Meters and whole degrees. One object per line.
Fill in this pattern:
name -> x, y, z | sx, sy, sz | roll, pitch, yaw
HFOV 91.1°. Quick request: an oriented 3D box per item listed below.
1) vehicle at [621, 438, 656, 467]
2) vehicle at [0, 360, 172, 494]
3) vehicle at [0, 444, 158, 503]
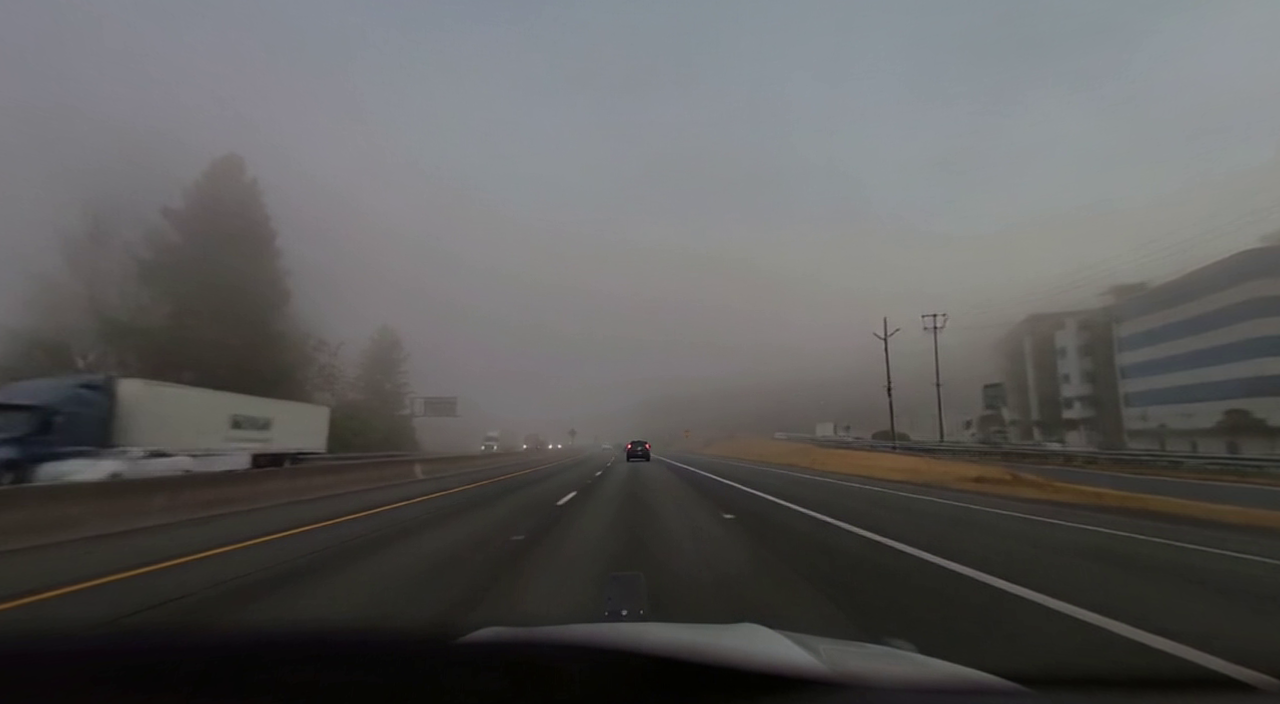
vehicle -> -0.128, 6.208, 38.965 | 2.029, 1.666, 4.064 | 0, -8, -1
vehicle -> -21.157, 2.701, 21.889 | 3.030, 4.070, 8.415 | 0, -8, 0
vehicle -> -17.206, 3.504, 18.659 | 1.988, 1.500, 4.746 | 0, -8, 0
